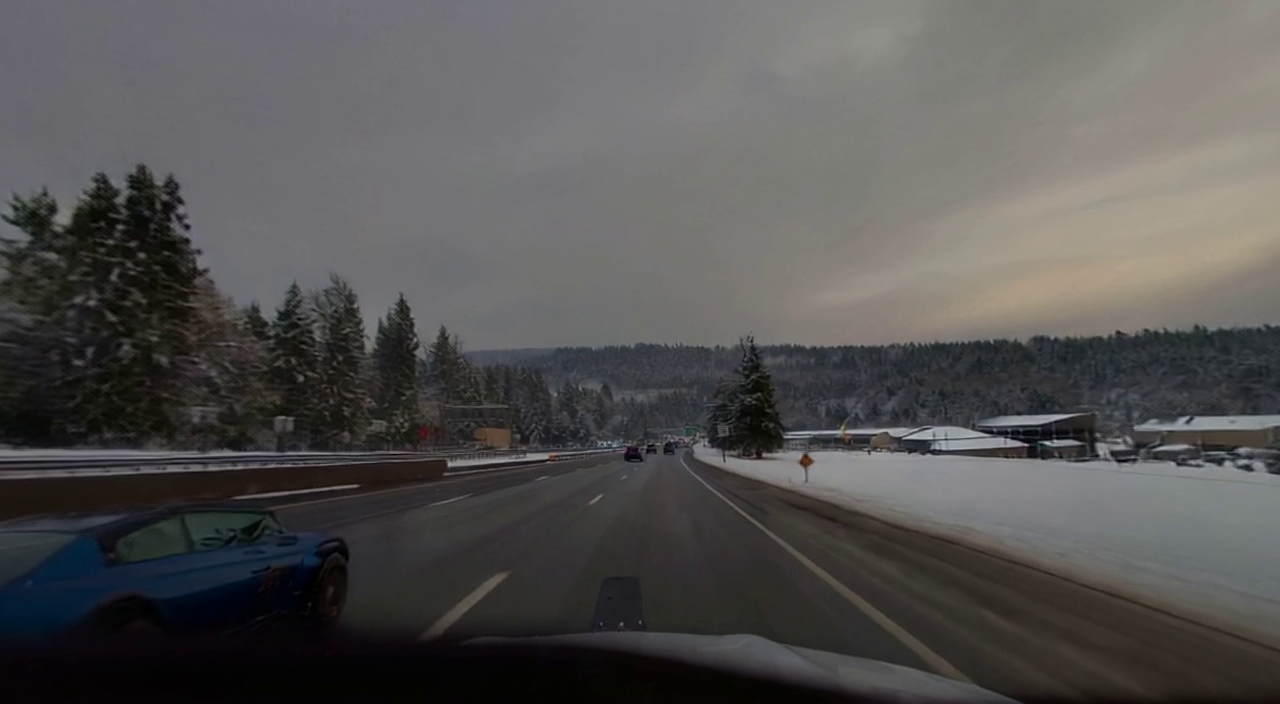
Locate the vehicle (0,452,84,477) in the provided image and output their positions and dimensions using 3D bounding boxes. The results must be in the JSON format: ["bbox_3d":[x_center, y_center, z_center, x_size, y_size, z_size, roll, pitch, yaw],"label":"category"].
[{"bbox_3d":[-42.598,7.945,44.735,1.821,1.533,4.521,-2,-8,8],"label":"vehicle"}]
